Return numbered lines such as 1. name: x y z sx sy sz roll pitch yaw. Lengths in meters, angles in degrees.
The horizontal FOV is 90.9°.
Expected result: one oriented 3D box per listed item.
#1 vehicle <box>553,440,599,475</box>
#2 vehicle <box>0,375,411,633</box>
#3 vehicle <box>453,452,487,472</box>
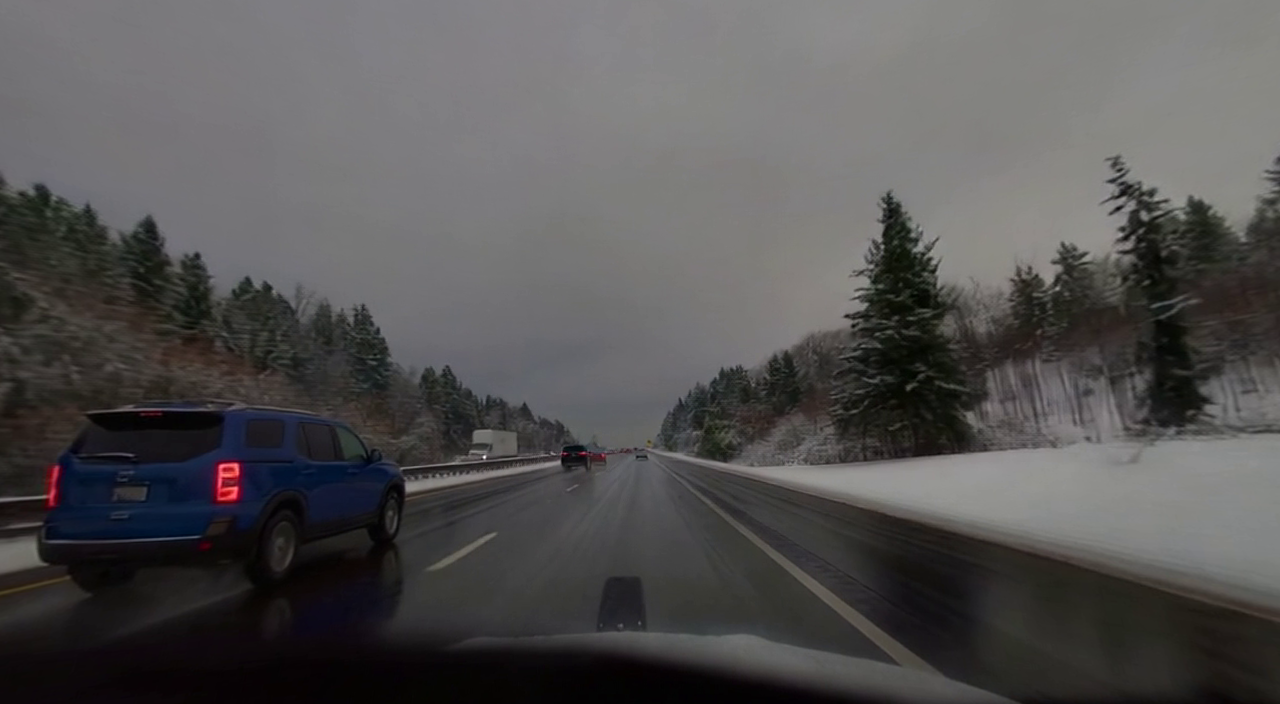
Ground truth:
1. vehicle: -3.526 5.963 35.715 2.056 1.811 4.202 -1 -9 2
2. vehicle: -4.582 1.504 7.187 2.102 1.941 4.703 0 -9 1
3. vehicle: -12.809 8.301 47.640 1.629 1.422 3.602 0 -9 -1
